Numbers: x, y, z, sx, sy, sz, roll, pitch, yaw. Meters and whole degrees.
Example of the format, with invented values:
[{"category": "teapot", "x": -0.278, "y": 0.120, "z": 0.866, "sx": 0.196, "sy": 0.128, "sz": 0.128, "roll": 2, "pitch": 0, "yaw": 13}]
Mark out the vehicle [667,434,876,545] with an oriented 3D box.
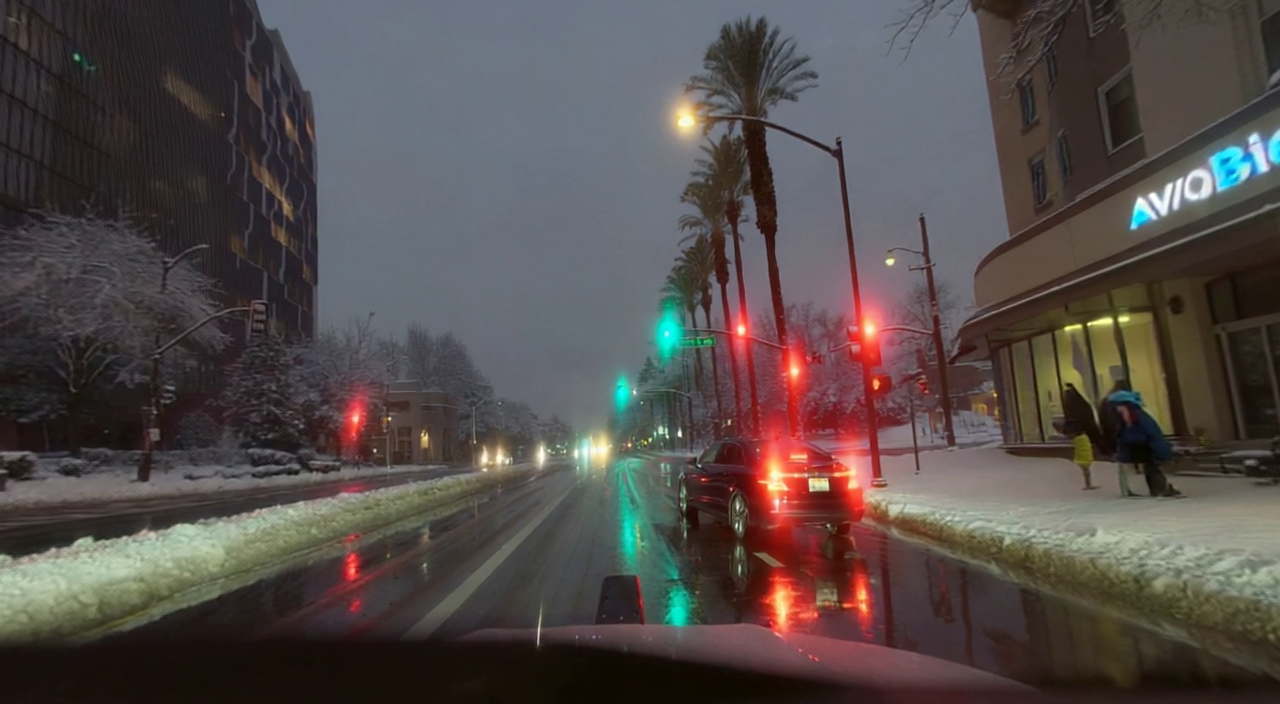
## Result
[{"category": "vehicle", "x": 1.898, "y": 2.200, "z": 10.936, "sx": 2.090, "sy": 1.466, "sz": 4.676, "roll": 1, "pitch": -8, "yaw": -7}]
